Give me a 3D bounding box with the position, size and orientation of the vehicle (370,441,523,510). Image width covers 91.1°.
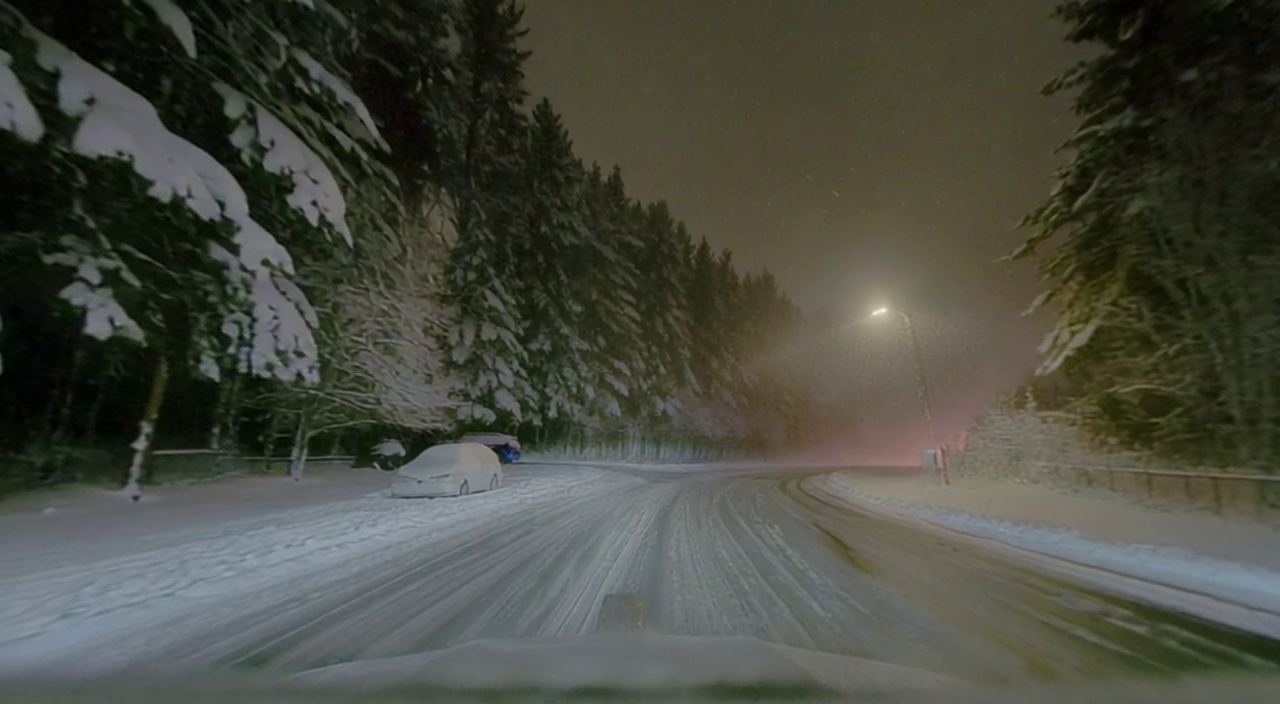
[{"bbox_3d":[-4.800,3.141,16.535,2.166,1.512,4.822,0,-9,5],"label":"vehicle"}]
